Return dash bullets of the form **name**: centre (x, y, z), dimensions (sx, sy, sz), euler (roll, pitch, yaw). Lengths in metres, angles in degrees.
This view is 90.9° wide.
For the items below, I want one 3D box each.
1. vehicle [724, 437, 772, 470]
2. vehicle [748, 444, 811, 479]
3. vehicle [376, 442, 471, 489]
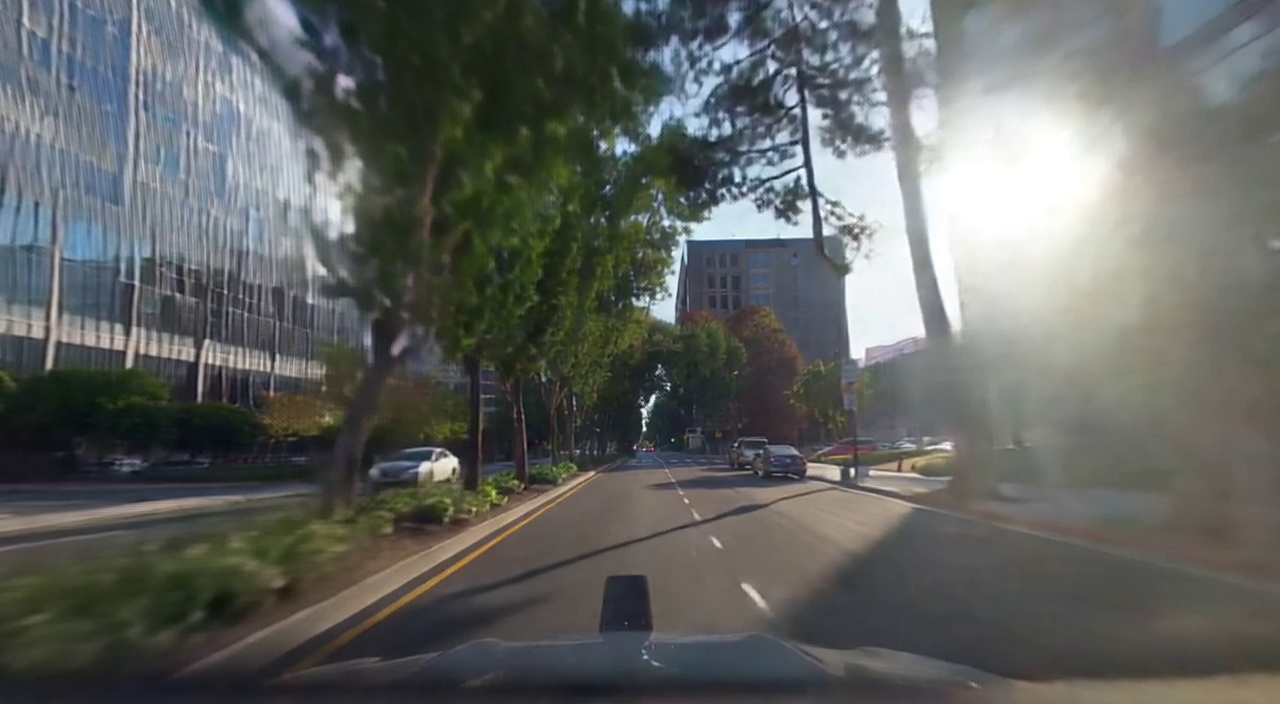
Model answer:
- **vehicle**: centre (6.456, 6.145, 38.304), dimensions (2.045, 1.890, 4.876), euler (0, -8, 0)
- **vehicle**: centre (6.464, 5.124, 29.768), dimensions (1.948, 1.511, 4.623), euler (0, -8, 1)
- **vehicle**: centre (-8.184, 4.313, 24.303), dimensions (1.982, 1.608, 4.519), euler (0, -8, 1)
